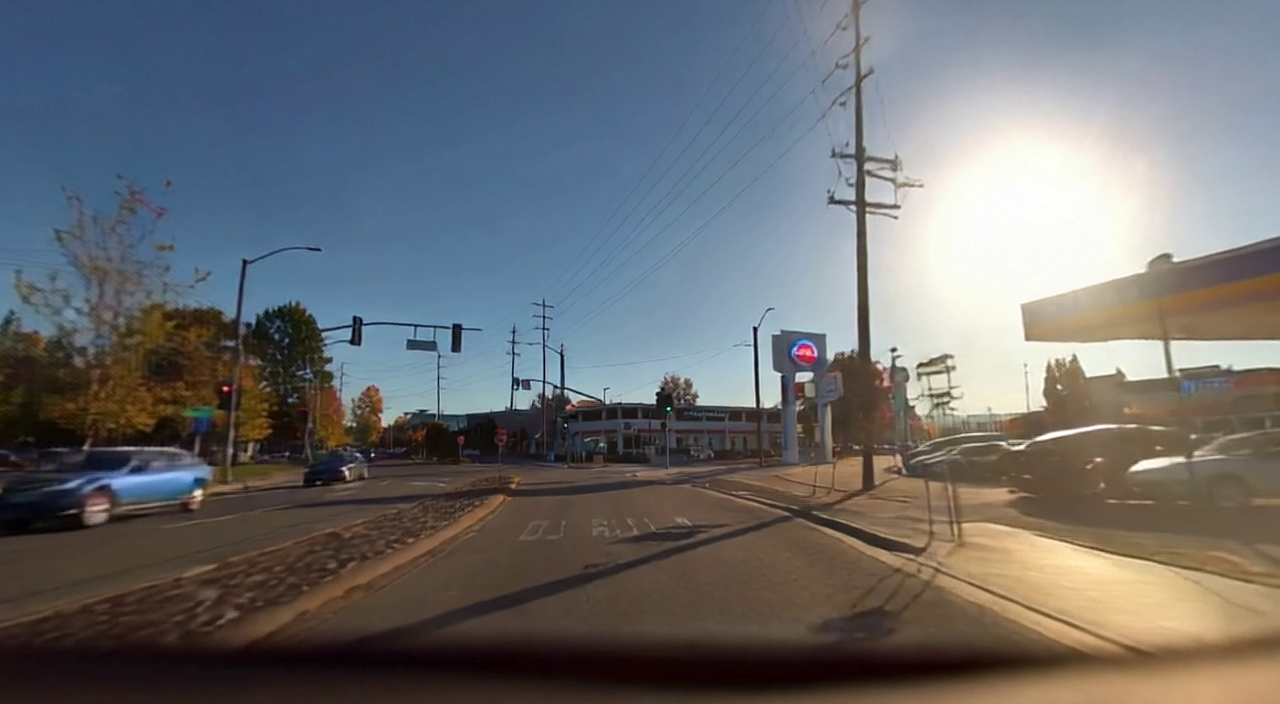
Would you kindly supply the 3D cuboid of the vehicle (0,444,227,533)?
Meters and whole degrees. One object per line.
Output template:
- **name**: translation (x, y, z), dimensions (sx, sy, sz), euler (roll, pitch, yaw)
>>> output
- **vehicle**: translation (-11.270, 2.856, 13.849), dimensions (1.918, 1.628, 4.011), euler (1, -9, -5)

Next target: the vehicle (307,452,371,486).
- **vehicle**: translation (-14.581, 5.646, 30.814), dimensions (1.863, 1.439, 4.351), euler (2, -9, -13)

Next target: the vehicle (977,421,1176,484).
- **vehicle**: translation (13.411, 3.136, 19.689), dimensions (4.444, 1.815, 2.239), euler (0, -9, 2)

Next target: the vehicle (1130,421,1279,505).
- **vehicle**: translation (14.242, 2.409, 13.966), dimensions (4.996, 1.720, 2.027), euler (-1, -8, 3)

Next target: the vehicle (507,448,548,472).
- **vehicle**: translation (-7.746, 7.353, 43.228), dimensions (2.094, 1.500, 3.682), euler (3, -9, -21)
